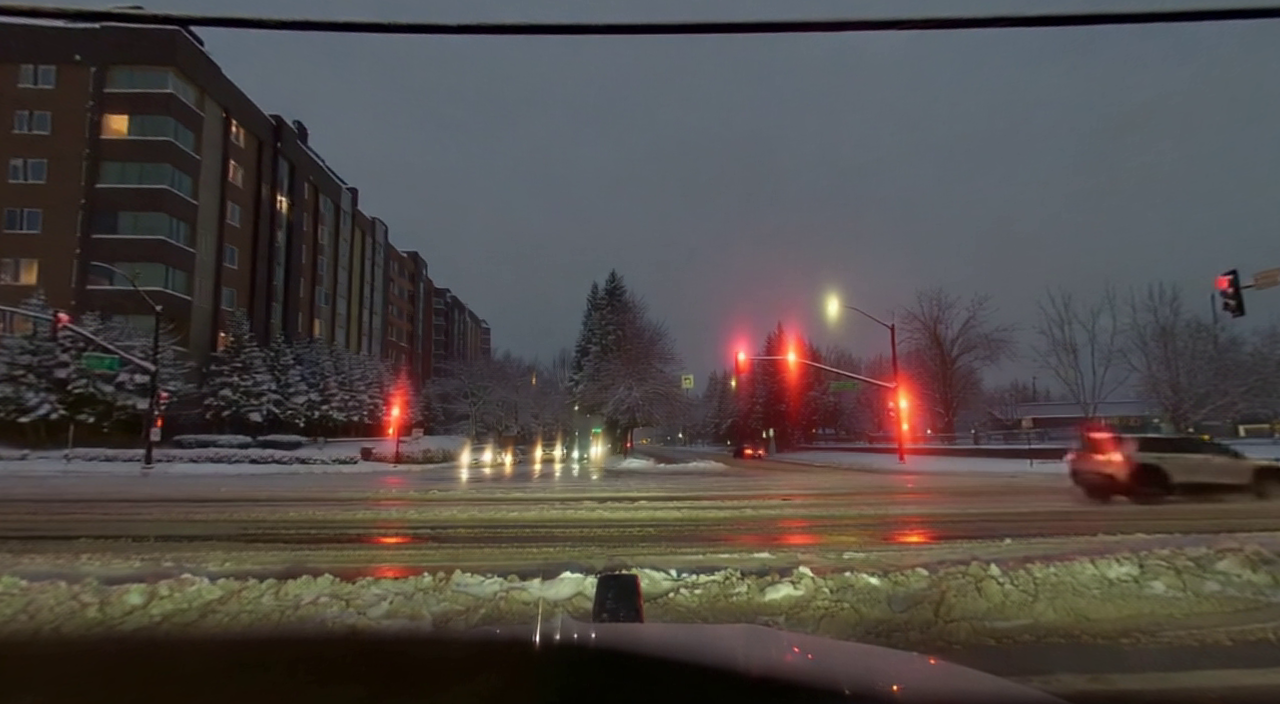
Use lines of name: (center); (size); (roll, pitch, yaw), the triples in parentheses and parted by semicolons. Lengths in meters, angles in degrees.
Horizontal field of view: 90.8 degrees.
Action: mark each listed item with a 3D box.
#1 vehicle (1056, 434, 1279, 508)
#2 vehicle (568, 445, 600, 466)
vehicle: (13.742, 2.982, 16.202); (4.853, 1.719, 1.986); (1, -8, -7)
vehicle: (-4.336, 8.128, 49.754); (2.130, 1.613, 4.121); (0, -8, 0)
